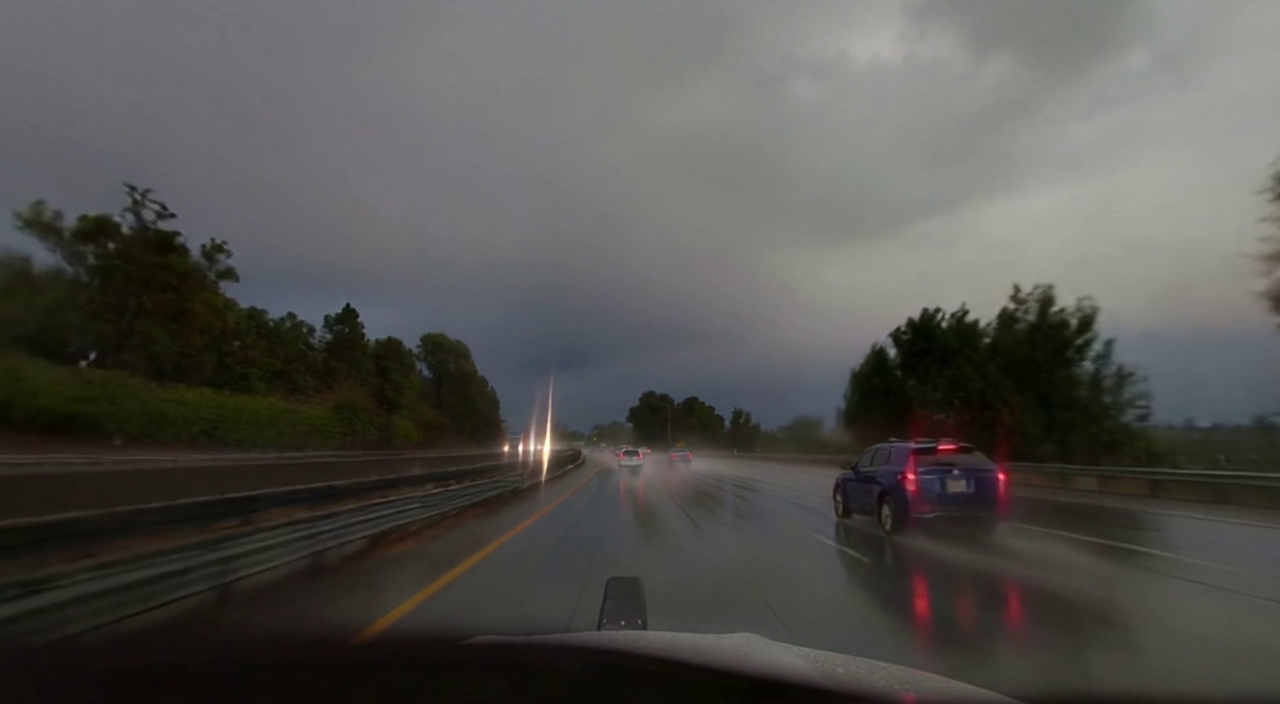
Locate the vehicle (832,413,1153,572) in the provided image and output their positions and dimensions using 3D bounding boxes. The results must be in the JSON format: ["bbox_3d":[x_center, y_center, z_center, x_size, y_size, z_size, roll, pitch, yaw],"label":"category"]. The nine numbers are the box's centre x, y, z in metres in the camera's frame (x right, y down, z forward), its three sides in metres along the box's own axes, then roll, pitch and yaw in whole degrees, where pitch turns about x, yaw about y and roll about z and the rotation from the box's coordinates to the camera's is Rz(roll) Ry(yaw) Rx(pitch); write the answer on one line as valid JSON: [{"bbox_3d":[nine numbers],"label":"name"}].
[{"bbox_3d":[4.257,1.761,8.529,2.013,1.623,3.916,0,-9,-1],"label":"vehicle"}]

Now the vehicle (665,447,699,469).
[{"bbox_3d":[3.075,7.875,46.977,2.008,1.504,4.291,1,-9,-4],"label":"vehicle"}]

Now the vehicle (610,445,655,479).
[{"bbox_3d":[-0.399,5.317,30.707,2.050,1.534,3.771,0,-9,-2],"label":"vehicle"}]
